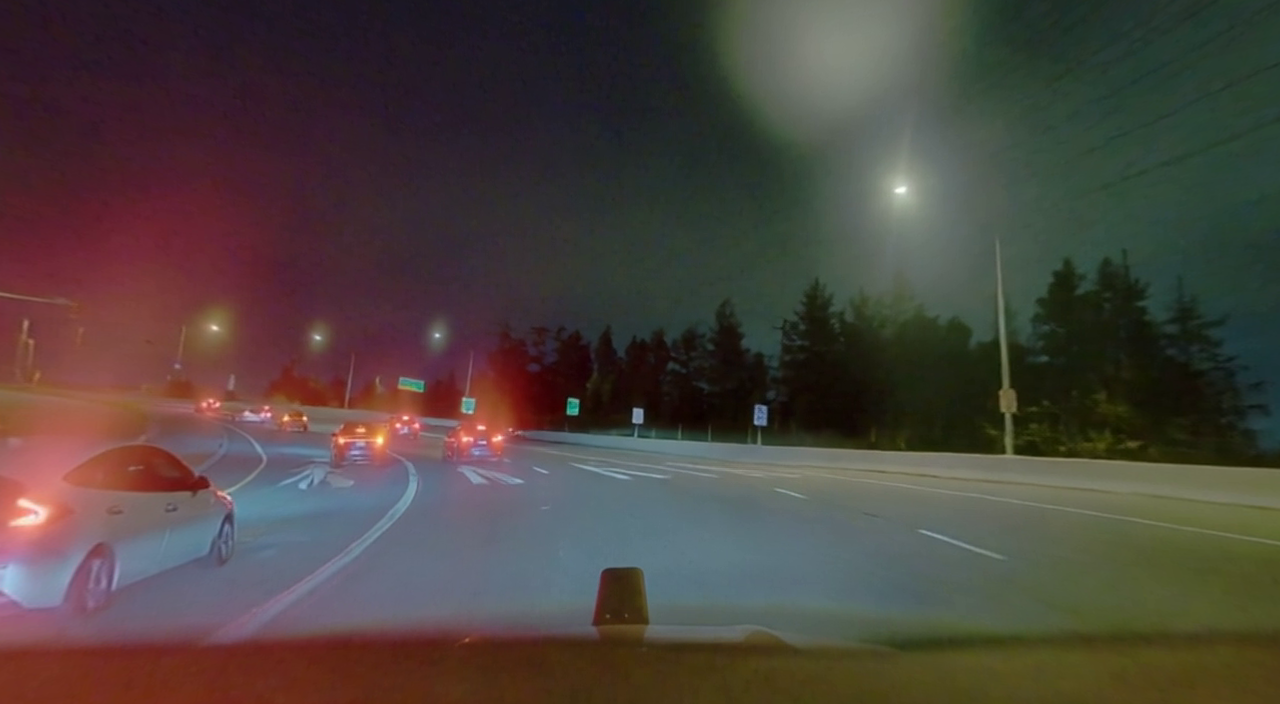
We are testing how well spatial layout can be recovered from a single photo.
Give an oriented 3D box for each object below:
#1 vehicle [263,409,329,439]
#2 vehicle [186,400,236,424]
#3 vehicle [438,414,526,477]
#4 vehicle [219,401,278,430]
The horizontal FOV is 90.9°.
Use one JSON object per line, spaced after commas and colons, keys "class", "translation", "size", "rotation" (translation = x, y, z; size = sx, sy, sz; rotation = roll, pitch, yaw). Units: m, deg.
{"class": "vehicle", "translation": [-19.384, 4.109, 35.444], "size": [2.033, 1.501, 4.623], "rotation": [8, -11, -42]}
{"class": "vehicle", "translation": [-31.252, 4.401, 45.878], "size": [4.459, 1.486, 1.763], "rotation": [-7, -11, 40]}
{"class": "vehicle", "translation": [-5.067, 2.929, 19.805], "size": [2.140, 1.724, 4.304], "rotation": [3, -9, -21]}
{"class": "vehicle", "translation": [-25.686, 4.211, 41.301], "size": [4.285, 1.747, 2.076], "rotation": [-8, -11, 42]}
